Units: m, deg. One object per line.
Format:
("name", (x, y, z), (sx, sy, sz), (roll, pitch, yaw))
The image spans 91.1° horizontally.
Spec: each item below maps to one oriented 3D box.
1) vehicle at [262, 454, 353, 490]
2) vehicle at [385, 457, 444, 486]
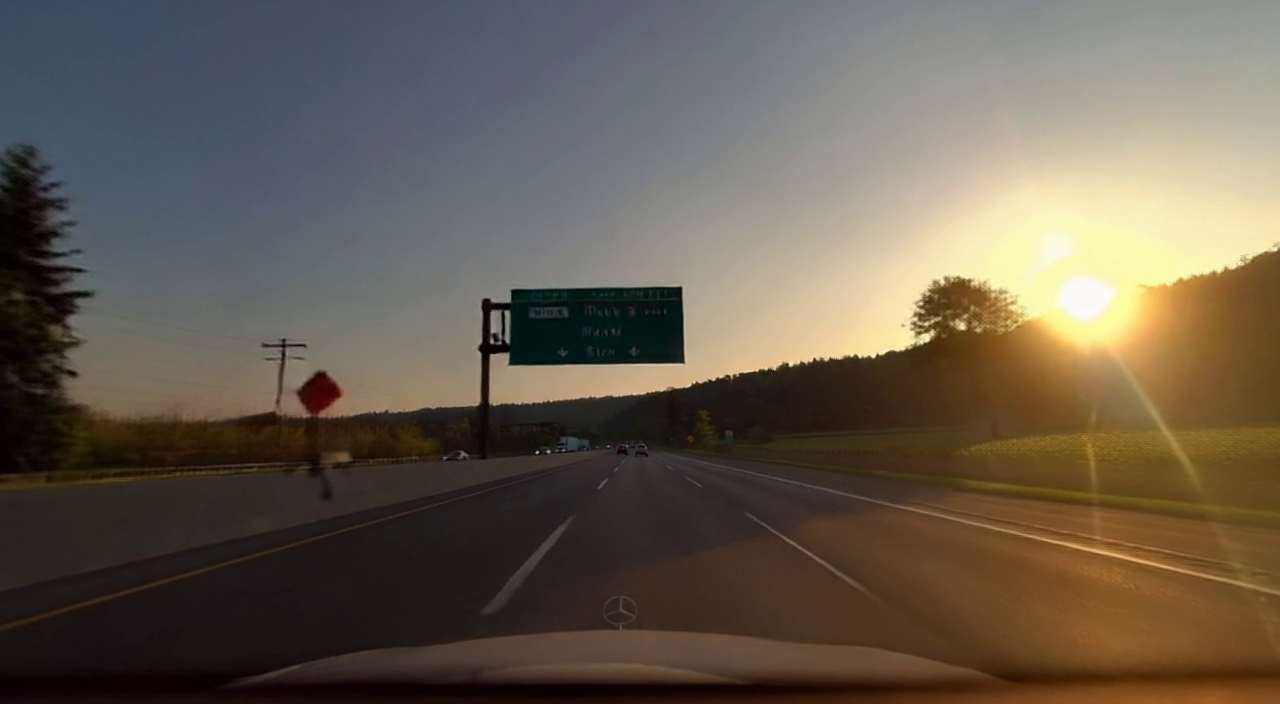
("vehicle", (-15.666, 5.647, 29.910), (1.837, 1.501, 4.587), (0, -9, 0))
("vehicle", (-11.710, 6.186, 32.881), (1.714, 1.369, 3.700), (0, -9, 0))
